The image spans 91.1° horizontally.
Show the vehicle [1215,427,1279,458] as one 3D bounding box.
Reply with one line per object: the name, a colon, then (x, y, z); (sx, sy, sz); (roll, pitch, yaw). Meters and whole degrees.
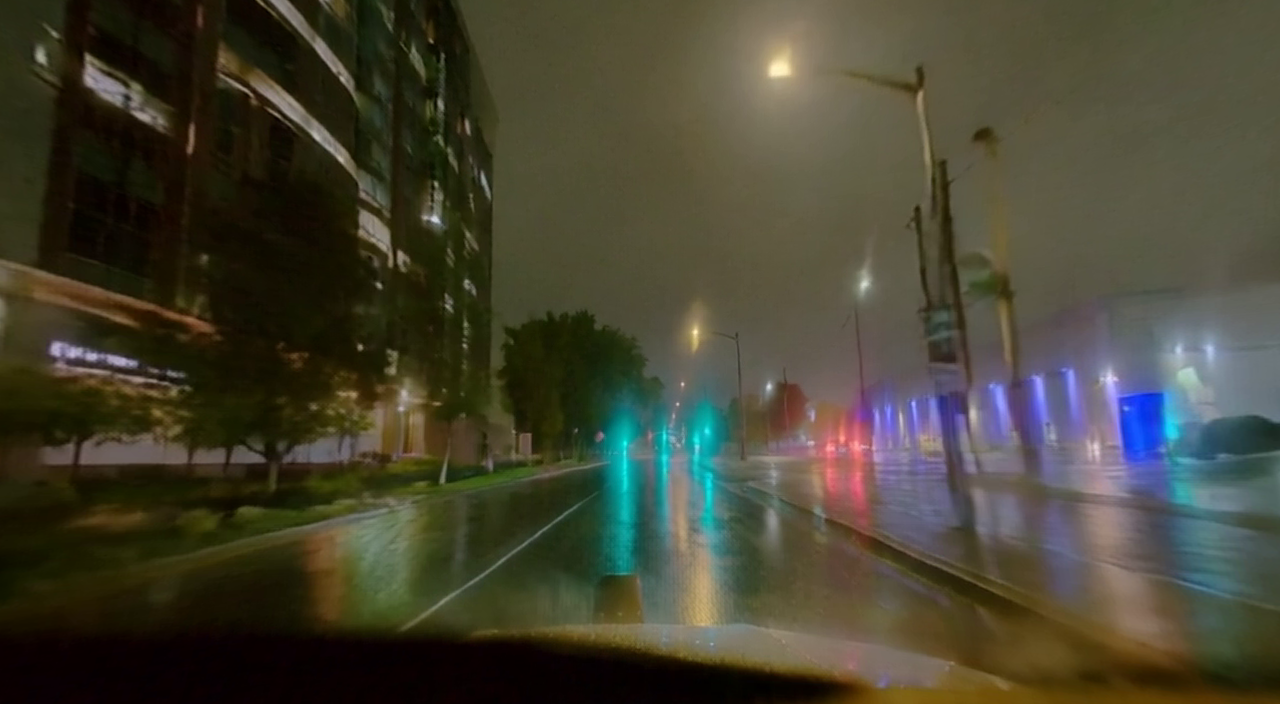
vehicle: (32.418, 4.729, 32.747); (1.635, 1.503, 3.463); (-2, -9, 2)
